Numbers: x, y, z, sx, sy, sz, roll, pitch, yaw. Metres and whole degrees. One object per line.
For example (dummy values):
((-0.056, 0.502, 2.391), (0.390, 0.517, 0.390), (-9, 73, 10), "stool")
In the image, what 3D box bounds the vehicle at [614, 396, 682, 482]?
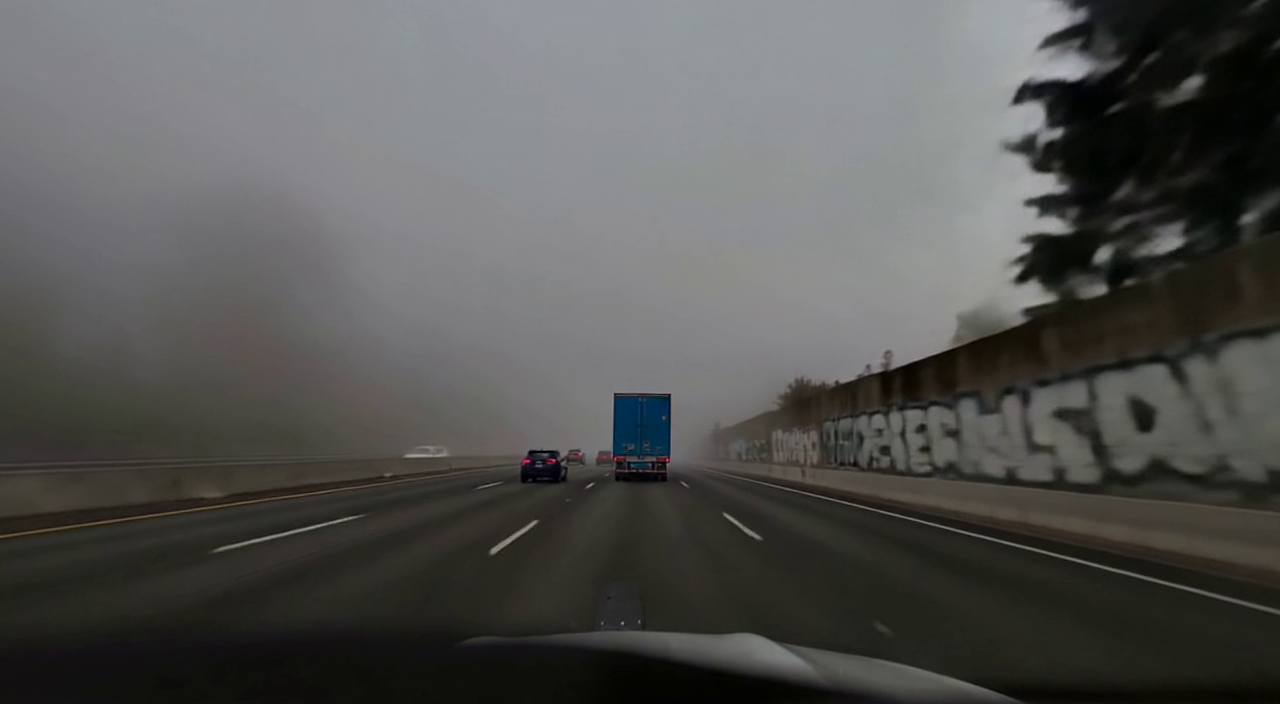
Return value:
((0.249, 4.509, 31.993), (2.915, 3.661, 9.741), (0, -9, -1), "vehicle")

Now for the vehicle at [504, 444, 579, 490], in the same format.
((-3.468, 4.131, 22.923), (2.020, 1.505, 4.171), (0, -9, 0), "vehicle")
